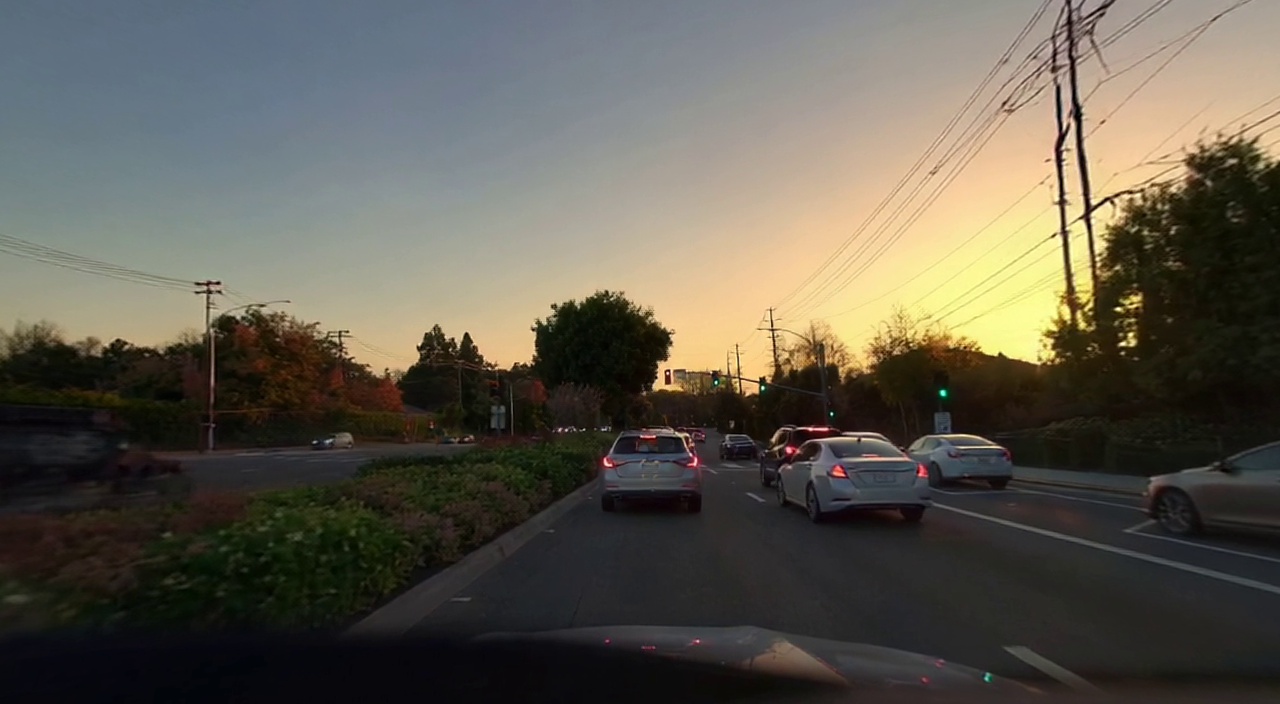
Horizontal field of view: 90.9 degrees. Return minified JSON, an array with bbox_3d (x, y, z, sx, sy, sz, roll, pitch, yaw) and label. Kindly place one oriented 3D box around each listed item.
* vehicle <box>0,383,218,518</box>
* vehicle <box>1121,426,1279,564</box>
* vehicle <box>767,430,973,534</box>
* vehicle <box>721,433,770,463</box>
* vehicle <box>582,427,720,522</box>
[{"bbox_3d":[-17.632,2.898,18.666,3.085,3.375,9.783,-1,-8,3],"label":"vehicle"},{"bbox_3d":[7.904,1.556,6.886,1.905,1.483,4.469,-1,-8,3],"label":"vehicle"},{"bbox_3d":[3.727,2.189,11.282,2.028,1.454,4.531,0,-8,1],"label":"vehicle"},{"bbox_3d":[5.530,5.090,33.573,1.995,1.491,4.133,0,-8,1],"label":"vehicle"},{"bbox_3d":[0.195,2.287,12.347,2.208,1.498,4.401,0,-8,1],"label":"vehicle"}]
